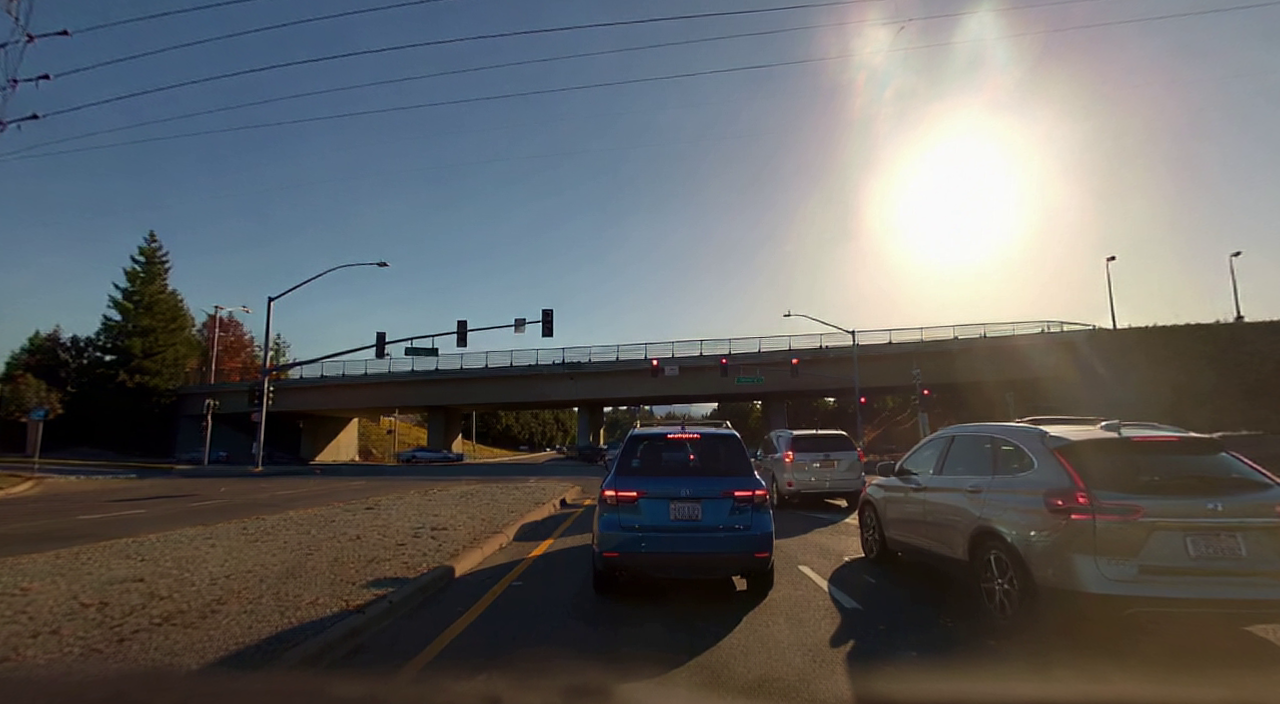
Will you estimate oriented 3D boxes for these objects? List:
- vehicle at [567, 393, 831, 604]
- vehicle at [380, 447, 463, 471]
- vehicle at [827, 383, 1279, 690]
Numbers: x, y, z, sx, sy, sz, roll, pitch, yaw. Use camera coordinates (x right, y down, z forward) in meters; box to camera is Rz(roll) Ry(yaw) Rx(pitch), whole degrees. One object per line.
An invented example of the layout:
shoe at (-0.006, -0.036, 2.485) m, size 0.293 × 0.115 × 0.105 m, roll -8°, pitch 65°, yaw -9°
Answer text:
vehicle at (0.447, 1.564, 7.624) m, size 2.240 × 1.778 × 4.335 m, roll 0°, pitch -8°, yaw -2°
vehicle at (-13.526, 6.630, 39.278) m, size 4.411 × 1.466 × 1.998 m, roll -1°, pitch -9°, yaw 7°
vehicle at (3.409, 1.336, 5.795) m, size 1.990 × 1.649 × 4.625 m, roll 0°, pitch -8°, yaw 0°
